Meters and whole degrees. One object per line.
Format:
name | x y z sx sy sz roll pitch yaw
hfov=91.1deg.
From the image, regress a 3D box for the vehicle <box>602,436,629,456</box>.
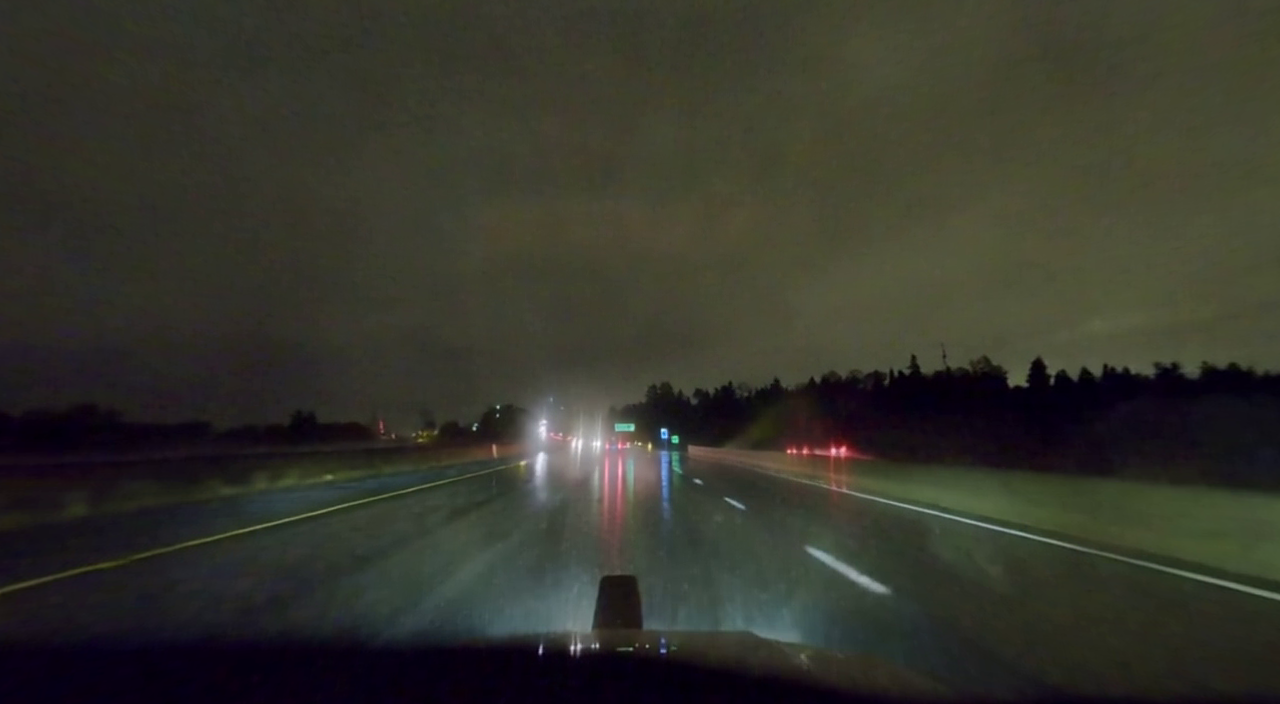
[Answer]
vehicle | -1.938 7.401 49.461 2.025 1.519 3.924 0 -8 -2
